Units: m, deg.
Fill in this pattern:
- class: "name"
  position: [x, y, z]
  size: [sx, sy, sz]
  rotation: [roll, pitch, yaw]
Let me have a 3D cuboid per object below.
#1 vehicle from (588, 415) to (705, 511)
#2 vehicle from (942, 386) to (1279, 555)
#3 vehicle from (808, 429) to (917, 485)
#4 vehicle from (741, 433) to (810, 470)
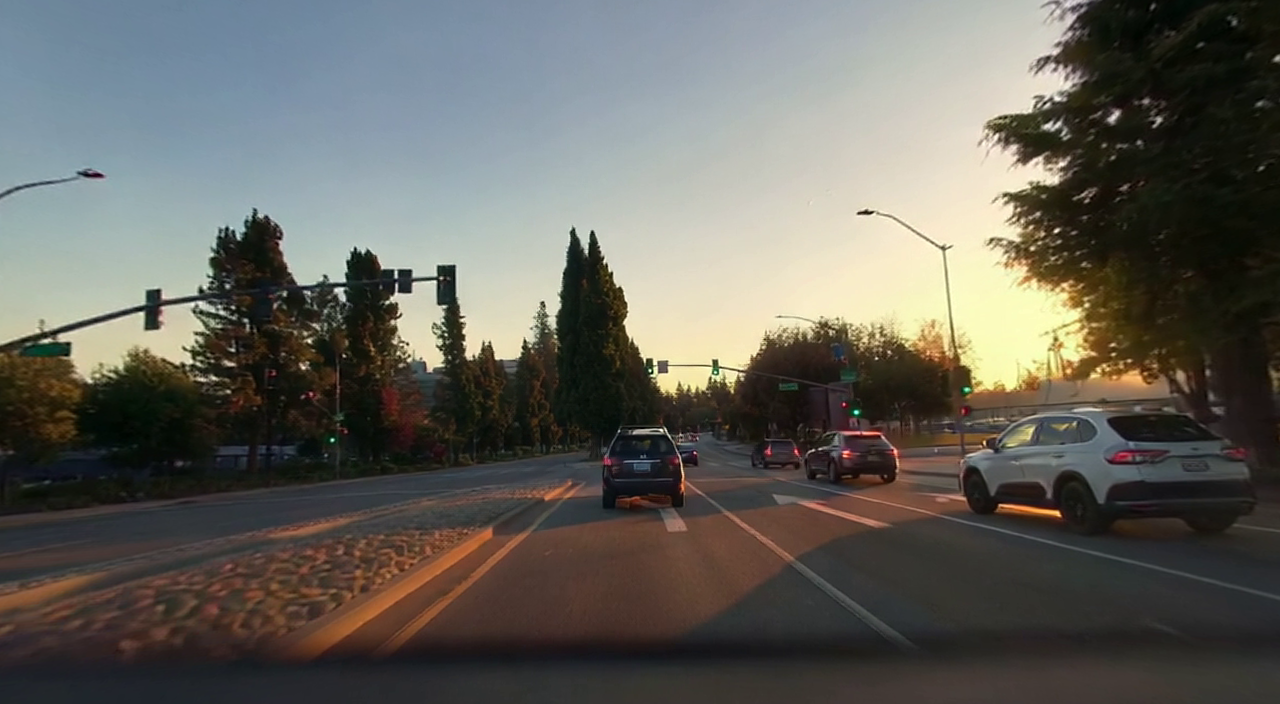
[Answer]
- class: "vehicle"
  position: [0.088, 2.545, 14.839]
  size: [2.353, 1.894, 4.122]
  rotation: [0, -9, -1]
- class: "vehicle"
  position: [7.124, 1.712, 9.757]
  size: [2.251, 1.873, 5.346]
  rotation: [0, -9, 0]
- class: "vehicle"
  position: [7.197, 3.444, 20.965]
  size: [2.025, 1.642, 4.189]
  rotation: [0, -9, 0]
- class: "vehicle"
  position: [7.011, 5.232, 33.270]
  size: [2.440, 1.775, 4.791]
  rotation: [0, -9, -2]
